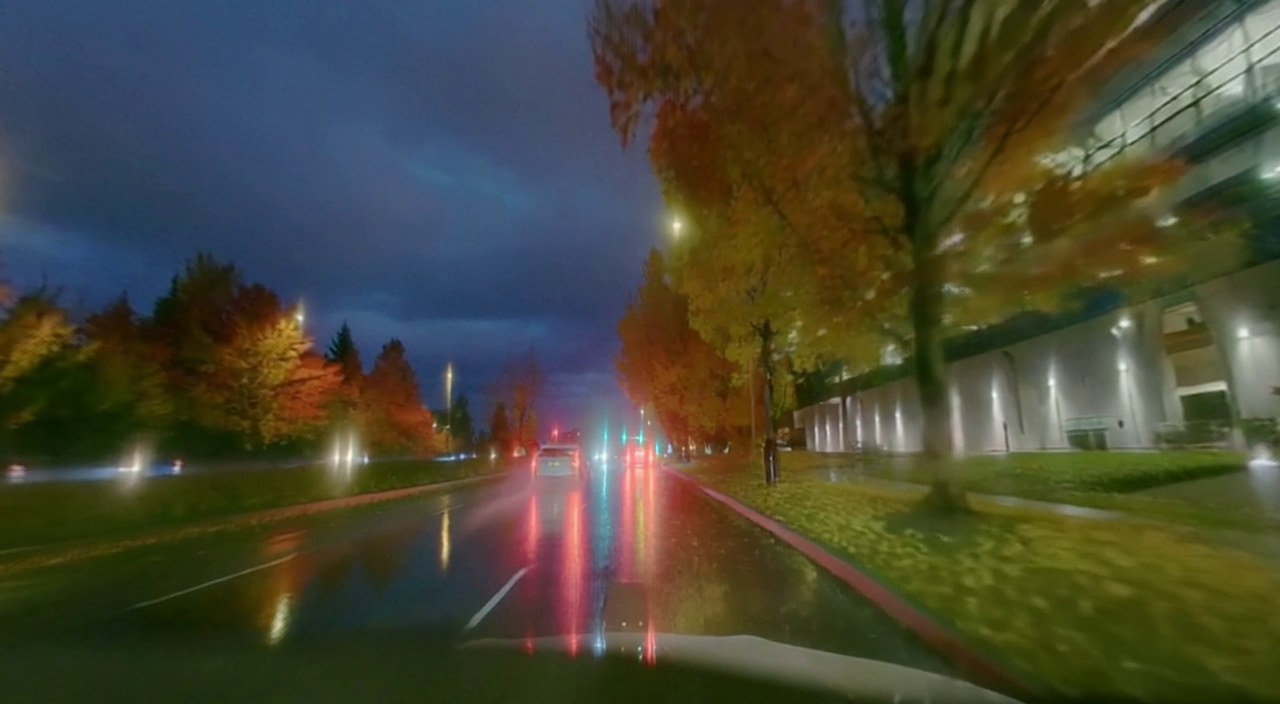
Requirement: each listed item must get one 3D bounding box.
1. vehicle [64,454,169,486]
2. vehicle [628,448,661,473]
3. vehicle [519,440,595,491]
[{"bbox_3d":[-34.184,7.689,41.396,1.864,1.798,5.882,0,-8,-1],"label":"vehicle"},{"bbox_3d":[0.262,6.962,40.632,2.040,1.493,3.682,0,-8,-1],"label":"vehicle"},{"bbox_3d":[-2.993,4.193,23.613,2.197,1.709,4.069,0,-8,1],"label":"vehicle"}]
